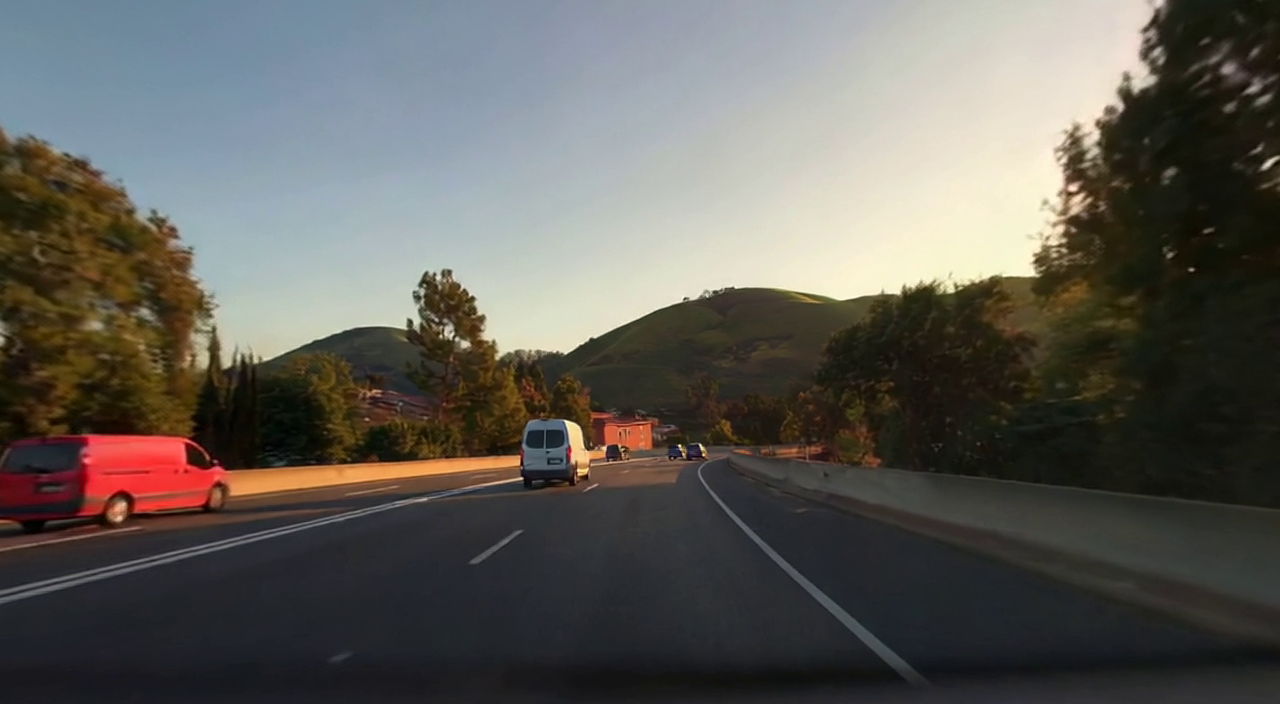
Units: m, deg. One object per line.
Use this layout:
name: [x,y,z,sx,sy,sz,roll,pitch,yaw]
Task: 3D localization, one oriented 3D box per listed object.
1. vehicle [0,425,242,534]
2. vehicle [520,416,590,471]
vehicle: [-9.412,2.125,11.158,1.821,1.524,4.342,0,-8,1]
vehicle: [-4.536,5.077,35.026,2.314,2.703,6.441,-1,-8,6]
